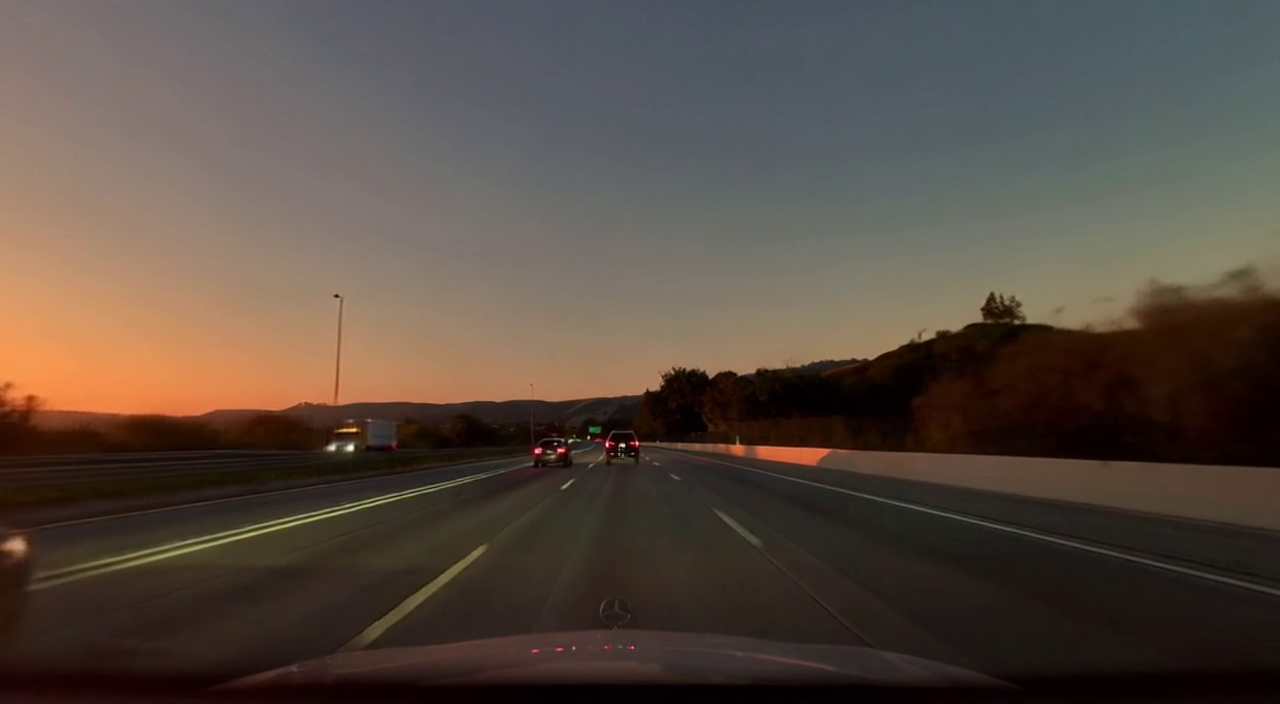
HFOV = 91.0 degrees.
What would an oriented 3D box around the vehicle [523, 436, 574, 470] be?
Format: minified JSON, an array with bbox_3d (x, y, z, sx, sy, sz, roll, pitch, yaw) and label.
[{"bbox_3d":[-4.646,5.186,32.647,2.039,1.602,4.317,0,-8,-1],"label":"vehicle"}]

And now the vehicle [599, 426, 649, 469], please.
[{"bbox_3d":[-0.811,4.820,31.877,2.382,1.973,4.439,0,-8,-1],"label":"vehicle"}]

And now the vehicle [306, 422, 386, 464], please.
[{"bbox_3d":[-20.142,6.280,43.680,2.290,2.626,7.289,0,-8,-2],"label":"vehicle"}]
